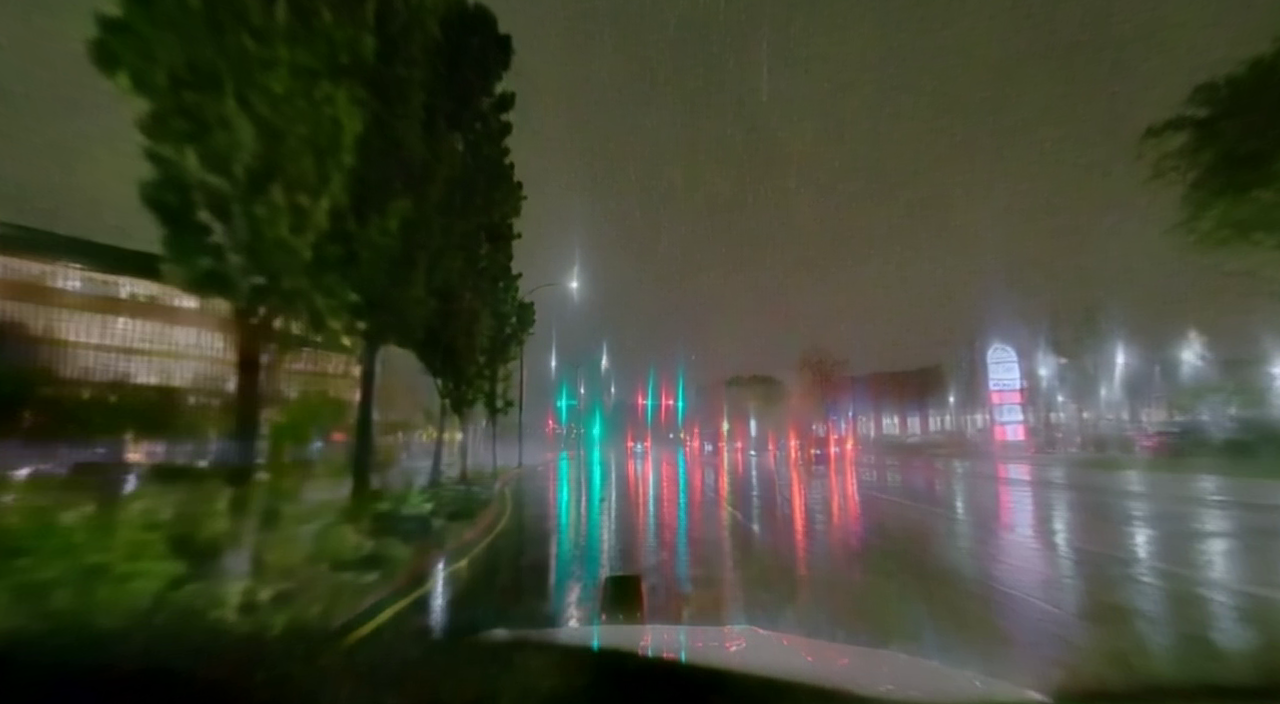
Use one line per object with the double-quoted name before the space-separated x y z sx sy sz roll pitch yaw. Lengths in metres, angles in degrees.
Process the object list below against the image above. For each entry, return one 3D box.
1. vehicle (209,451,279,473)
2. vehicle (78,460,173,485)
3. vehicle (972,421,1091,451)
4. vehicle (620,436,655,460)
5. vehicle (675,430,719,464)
"vehicle" -29.879 8.293 47.754 4.033 1.531 1.789 0 -9 -4
"vehicle" -30.022 7.030 36.961 4.040 1.389 1.664 0 -9 -1
"vehicle" 20.503 4.441 33.246 4.813 1.483 2.129 0 -8 0
"vehicle" -0.168 6.233 41.142 2.110 1.476 4.294 0 -8 0
"vehicle" 2.986 5.087 33.889 2.100 1.683 4.231 0 -8 2
